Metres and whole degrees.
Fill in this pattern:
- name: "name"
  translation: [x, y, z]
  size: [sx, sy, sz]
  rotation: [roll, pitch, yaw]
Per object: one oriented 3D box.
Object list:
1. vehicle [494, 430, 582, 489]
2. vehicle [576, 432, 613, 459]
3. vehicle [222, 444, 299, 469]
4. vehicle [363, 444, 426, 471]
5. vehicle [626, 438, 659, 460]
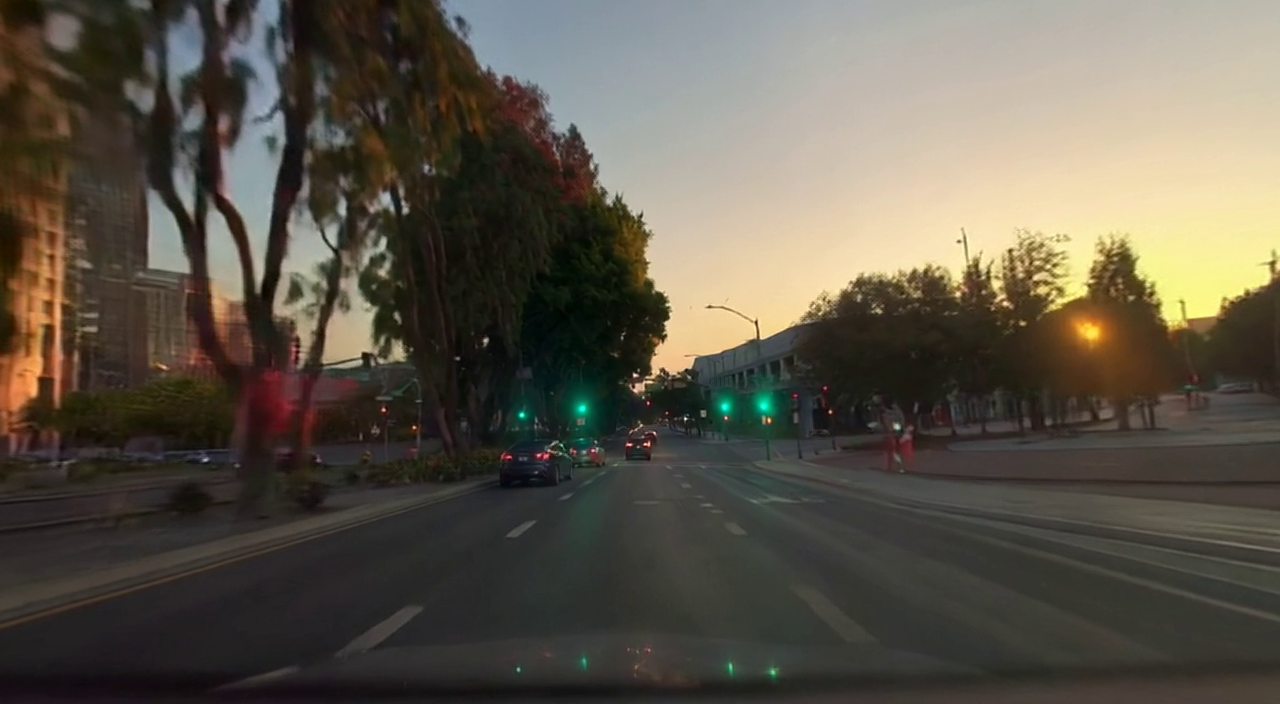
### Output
- name: "vehicle"
  translation: [-3.231, 3.512, 21.011]
  size: [2.116, 1.725, 4.315]
  rotation: [0, -8, 1]
- name: "vehicle"
  translation: [-3.145, 6.626, 44.640]
  size: [2.152, 1.802, 4.628]
  rotation: [-1, -8, 1]
- name: "vehicle"
  translation: [-29.621, 8.158, 49.415]
  size: [4.684, 1.806, 2.073]
  rotation: [0, -8, -2]
- name: "vehicle"
  translation: [-14.660, 6.307, 38.028]
  size: [1.918, 1.513, 4.581]
  rotation: [0, -8, 0]
- name: "vehicle"
  translation: [0.165, 6.528, 42.607]
  size: [2.095, 1.438, 3.843]
  rotation: [0, -8, 0]
